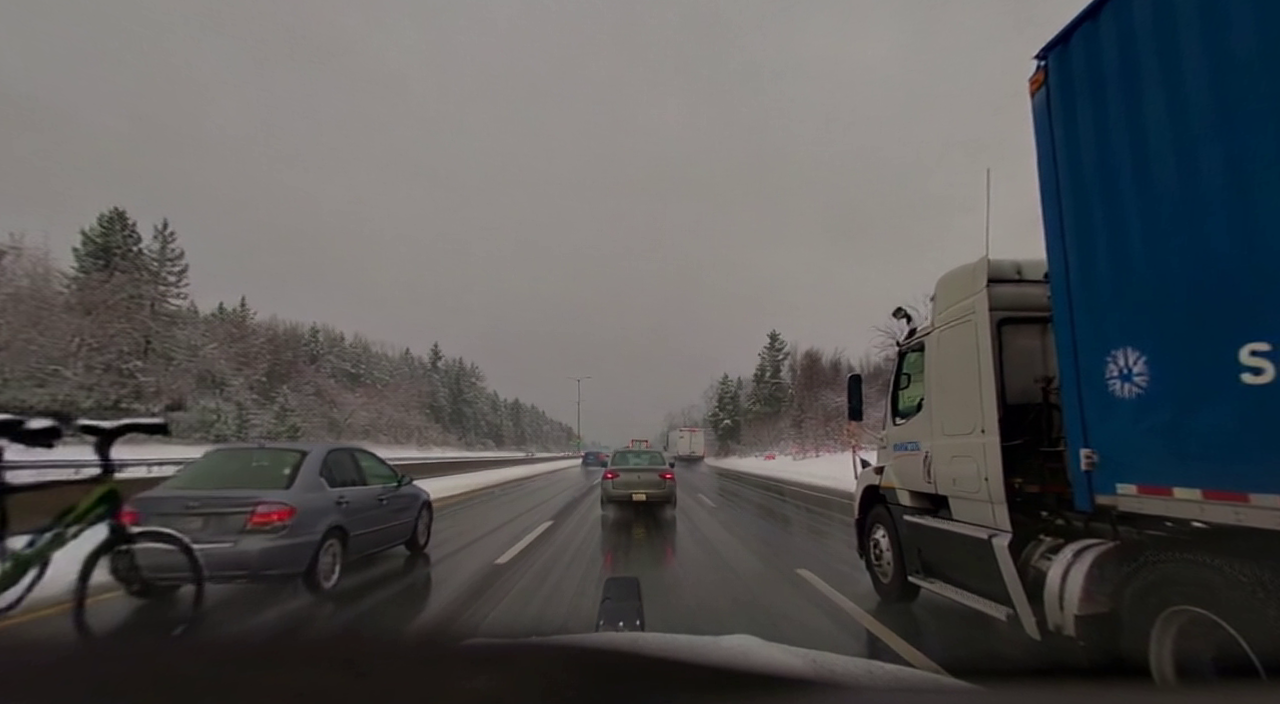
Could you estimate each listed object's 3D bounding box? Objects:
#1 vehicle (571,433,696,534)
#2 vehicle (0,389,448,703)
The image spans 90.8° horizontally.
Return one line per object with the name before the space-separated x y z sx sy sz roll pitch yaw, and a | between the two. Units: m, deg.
vehicle | -0.117 2.359 11.749 1.973 1.574 3.426 0 -9 -1
vehicle | -3.489 1.398 5.750 1.985 1.671 4.604 0 -9 0
